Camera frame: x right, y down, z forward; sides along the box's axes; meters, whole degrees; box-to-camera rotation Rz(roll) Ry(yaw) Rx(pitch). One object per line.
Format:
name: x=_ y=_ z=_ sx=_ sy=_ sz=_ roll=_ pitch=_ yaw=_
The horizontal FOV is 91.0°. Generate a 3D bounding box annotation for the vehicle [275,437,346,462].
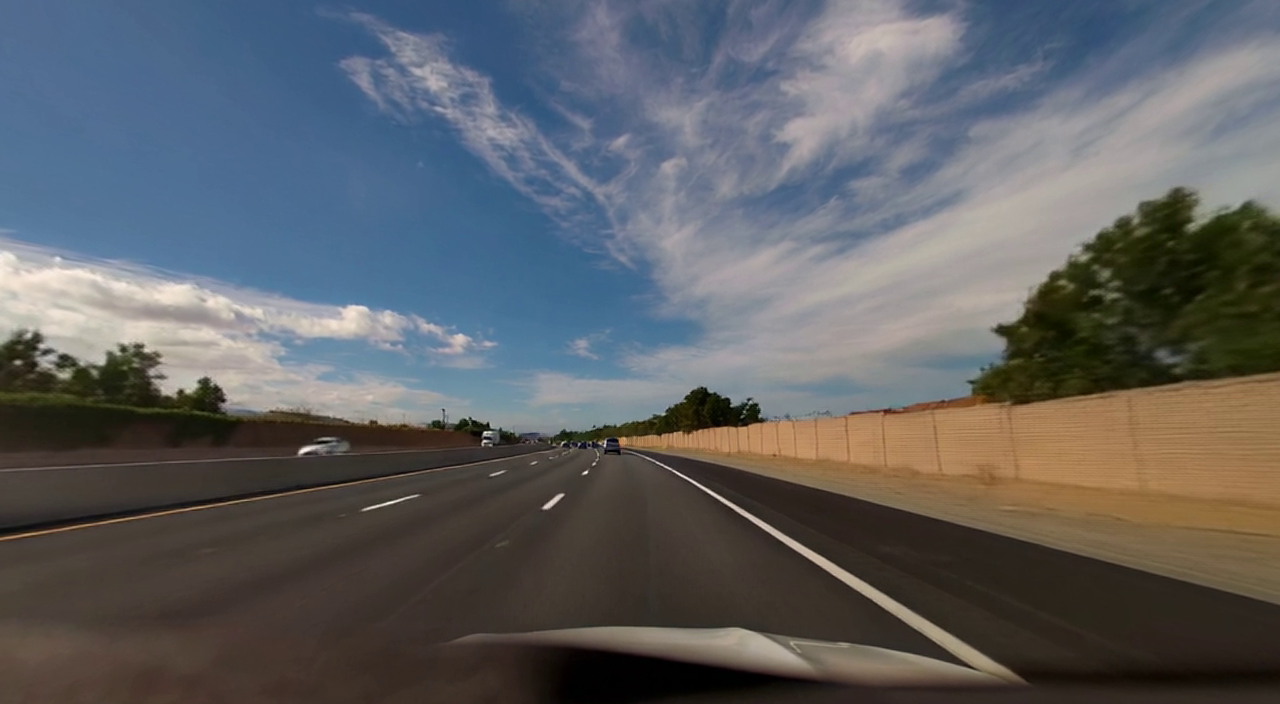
vehicle: x=-20.480 y=6.069 z=39.320 sx=2.148 sy=1.484 sz=4.446 roll=0 pitch=-8 yaw=-2
